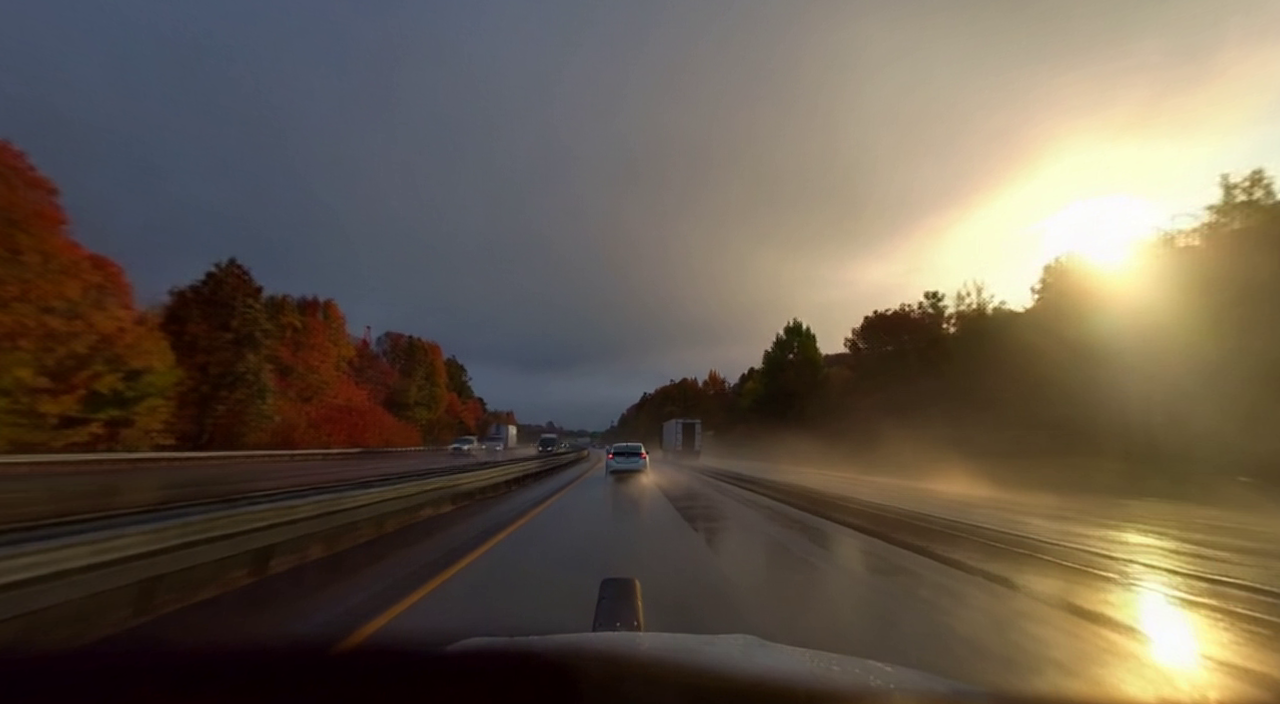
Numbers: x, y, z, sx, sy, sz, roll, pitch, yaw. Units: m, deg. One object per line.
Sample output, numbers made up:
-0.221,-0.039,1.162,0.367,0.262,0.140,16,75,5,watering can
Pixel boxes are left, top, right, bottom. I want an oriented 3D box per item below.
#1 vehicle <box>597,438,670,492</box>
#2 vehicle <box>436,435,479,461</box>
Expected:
-0.227,3.557,20.057,2.099,1.506,4.097,0,-9,-1,vehicle
-14.005,7.433,48.362,2.059,1.899,4.680,0,-9,-1,vehicle
